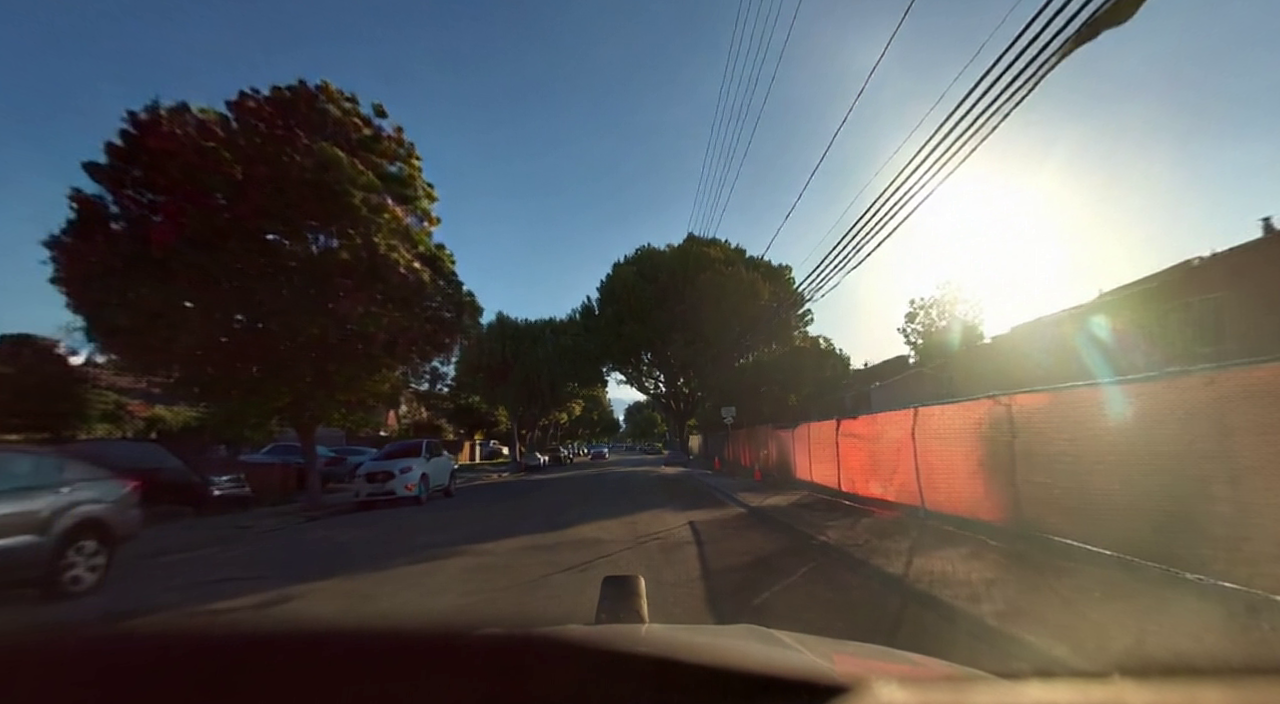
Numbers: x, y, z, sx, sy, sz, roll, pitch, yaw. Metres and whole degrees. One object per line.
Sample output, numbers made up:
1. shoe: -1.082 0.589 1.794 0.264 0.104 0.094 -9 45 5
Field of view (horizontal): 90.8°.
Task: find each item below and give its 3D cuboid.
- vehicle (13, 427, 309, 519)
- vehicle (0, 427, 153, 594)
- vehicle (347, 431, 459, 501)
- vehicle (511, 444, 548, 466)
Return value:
1. vehicle: -10.480 2.663 14.169 4.872 1.844 2.095 0 -8 0
2. vehicle: -7.694 1.611 6.228 2.019 1.723 4.650 0 -8 1
3. vehicle: -6.878 3.362 18.833 1.932 1.743 4.079 -2 -9 -3
4. vehicle: -8.200 7.707 47.280 2.041 1.480 4.474 -2 -9 -2
